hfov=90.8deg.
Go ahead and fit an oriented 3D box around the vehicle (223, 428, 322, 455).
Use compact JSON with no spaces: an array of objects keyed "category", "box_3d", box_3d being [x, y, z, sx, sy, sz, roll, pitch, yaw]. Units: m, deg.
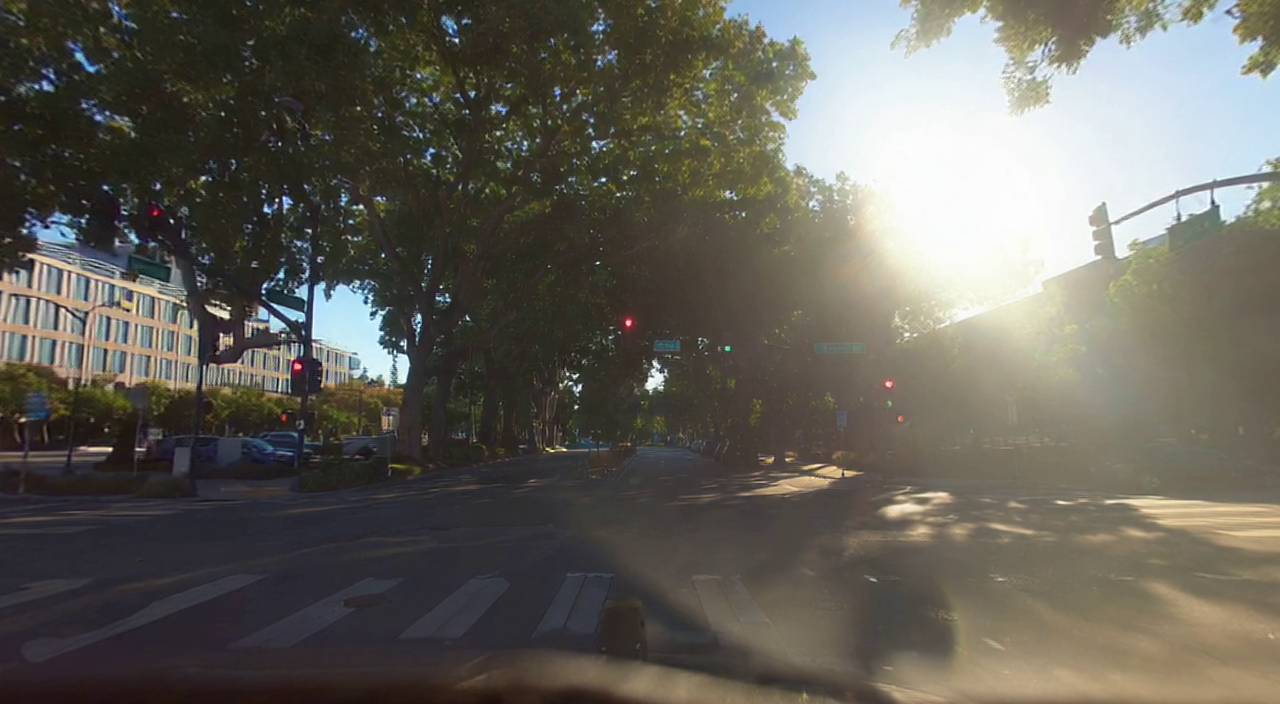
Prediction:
[{"category":"vehicle","box_3d":[-22.406,5.512,38.699,4.765,1.593,1.891,1,-9,-8]}]
